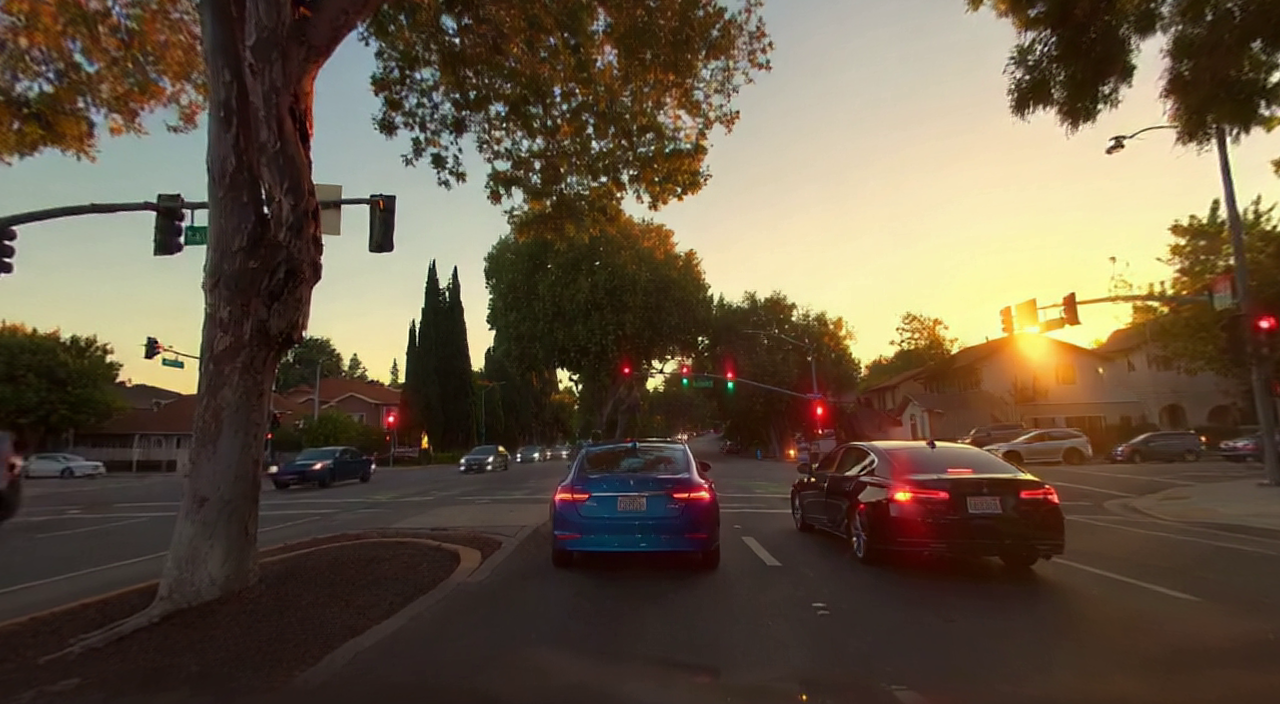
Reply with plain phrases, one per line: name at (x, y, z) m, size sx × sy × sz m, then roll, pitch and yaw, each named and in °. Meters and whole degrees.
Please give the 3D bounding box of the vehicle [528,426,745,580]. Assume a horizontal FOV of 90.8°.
vehicle at (-0.045, 1.780, 8.251) m, size 2.103 × 1.478 × 4.073 m, roll 0°, pitch -8°, yaw 0°

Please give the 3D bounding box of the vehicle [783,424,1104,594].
vehicle at (3.189, 1.718, 7.768) m, size 1.913 × 1.505 × 4.097 m, roll 0°, pitch -8°, yaw 0°

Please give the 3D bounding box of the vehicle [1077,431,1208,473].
vehicle at (24.007, 4.781, 30.305) m, size 4.520 × 1.762 × 2.005 m, roll -2°, pitch -8°, yaw -1°

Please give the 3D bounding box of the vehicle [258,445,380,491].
vehicle at (-11.408, 4.133, 22.877) m, size 2.125 × 1.476 × 4.385 m, roll 0°, pitch -8°, yaw 0°

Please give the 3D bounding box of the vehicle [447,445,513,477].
vehicle at (-7.544, 5.177, 30.277) m, size 2.040 × 1.374 × 4.150 m, roll 0°, pitch -8°, yaw 1°

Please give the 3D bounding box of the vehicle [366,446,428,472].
vehicle at (-17.007, 7.500, 44.499) m, size 1.893 × 1.658 × 4.474 m, roll -2°, pitch -9°, yaw 12°
